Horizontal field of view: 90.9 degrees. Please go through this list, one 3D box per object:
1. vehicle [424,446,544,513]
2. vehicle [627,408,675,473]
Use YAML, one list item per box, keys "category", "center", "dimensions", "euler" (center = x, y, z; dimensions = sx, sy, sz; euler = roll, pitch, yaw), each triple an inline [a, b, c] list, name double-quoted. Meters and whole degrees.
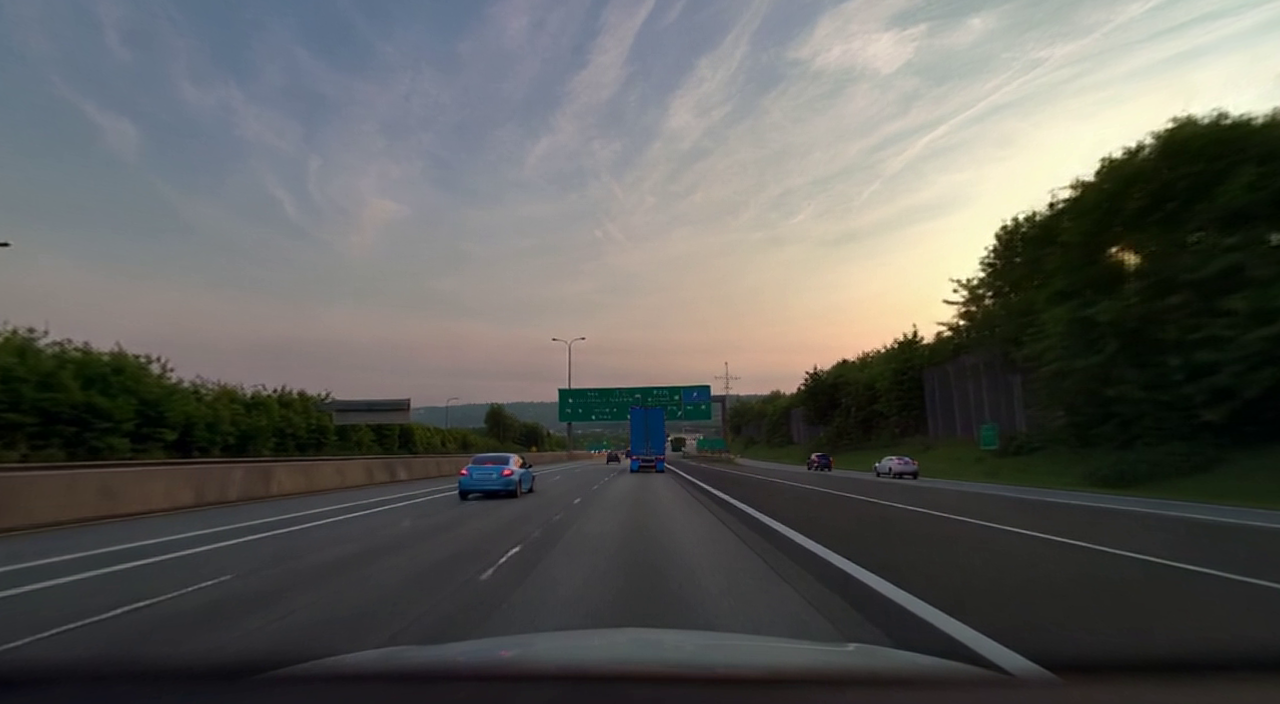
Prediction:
- category: "vehicle"
  center: [-3.820, 3.182, 16.319]
  dimensions: [1.931, 1.466, 4.458]
  euler: [0, -9, 1]
- category: "vehicle"
  center: [0.722, 6.313, 44.736]
  dimensions: [3.022, 4.072, 10.318]
  euler: [0, -9, 0]
